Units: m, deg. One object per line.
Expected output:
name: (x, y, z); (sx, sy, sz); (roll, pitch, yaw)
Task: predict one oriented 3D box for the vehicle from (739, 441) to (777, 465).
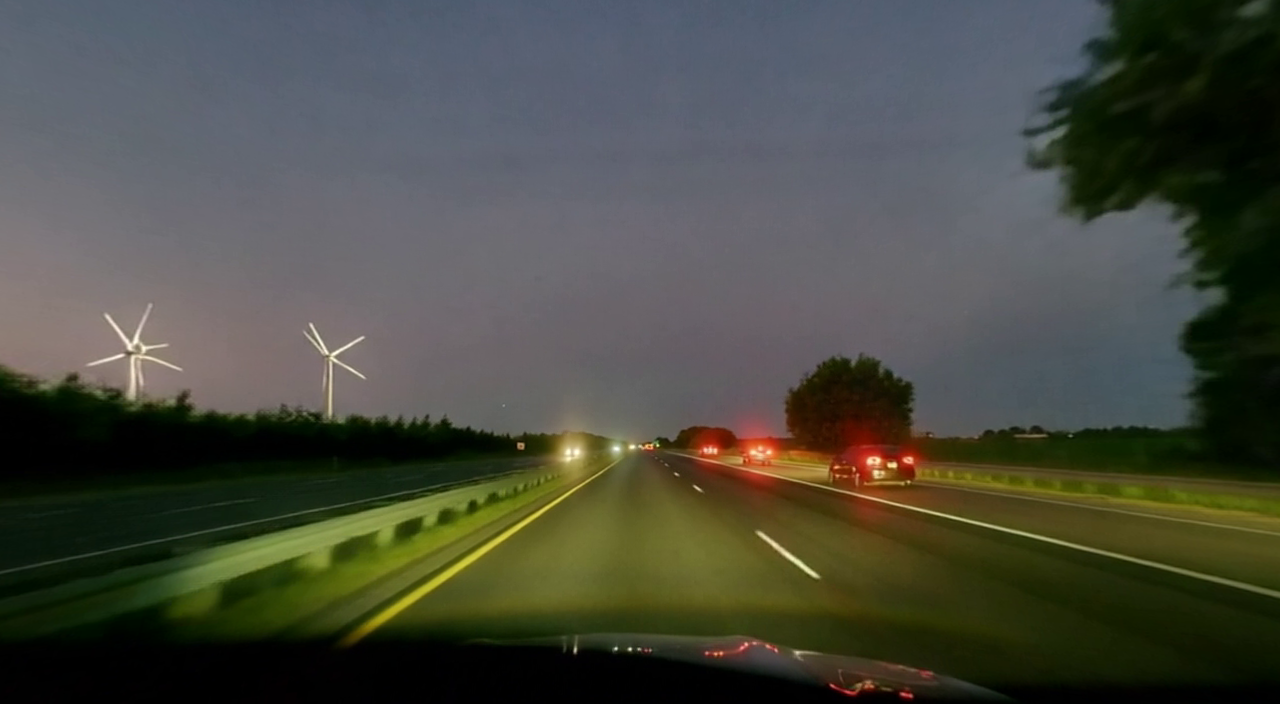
vehicle: (8.633, 7.451, 46.434); (1.897, 1.669, 4.825); (1, -9, 0)
